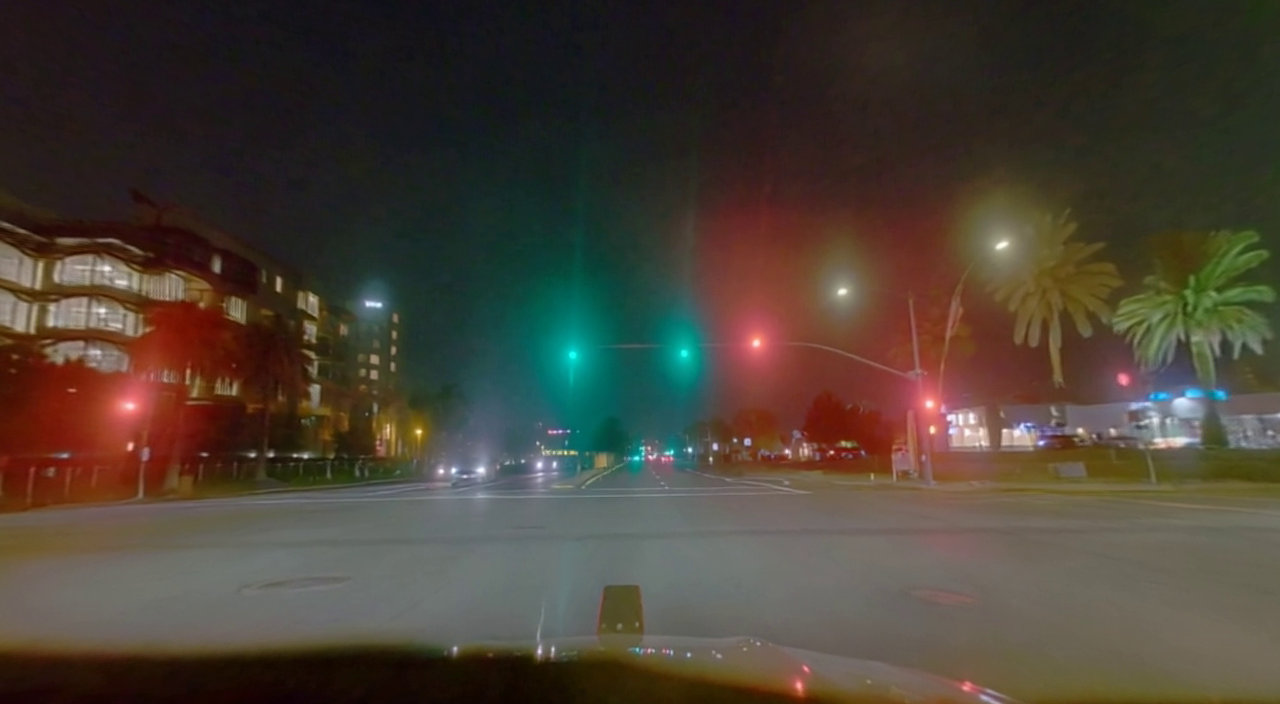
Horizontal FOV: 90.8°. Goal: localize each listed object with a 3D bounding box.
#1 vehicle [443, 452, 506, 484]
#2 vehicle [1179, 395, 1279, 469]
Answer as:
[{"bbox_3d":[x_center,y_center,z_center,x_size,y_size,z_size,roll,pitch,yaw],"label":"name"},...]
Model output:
[{"bbox_3d":[-8.671,6.094,33.518,2.095,1.482,4.523,0,-9,1],"label":"vehicle"},{"bbox_3d":[32.827,3.948,31.230,2.863,3.609,10.252,0,-9,-3],"label":"vehicle"}]
